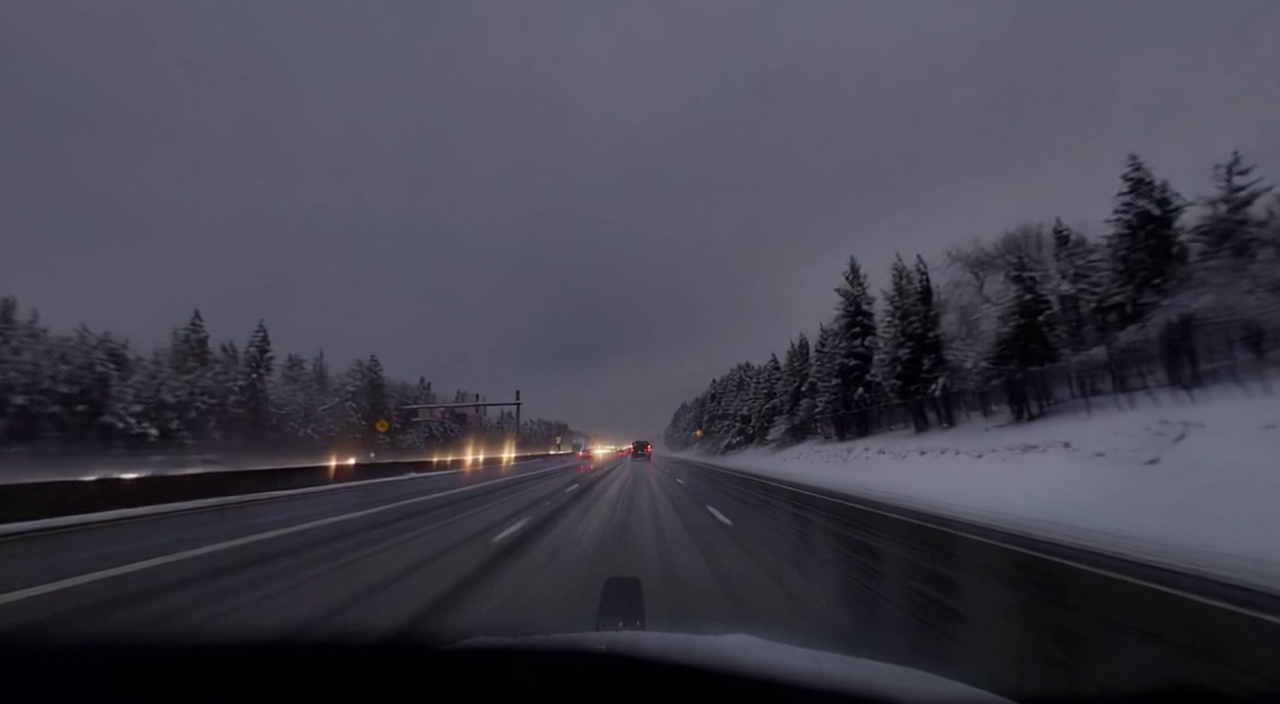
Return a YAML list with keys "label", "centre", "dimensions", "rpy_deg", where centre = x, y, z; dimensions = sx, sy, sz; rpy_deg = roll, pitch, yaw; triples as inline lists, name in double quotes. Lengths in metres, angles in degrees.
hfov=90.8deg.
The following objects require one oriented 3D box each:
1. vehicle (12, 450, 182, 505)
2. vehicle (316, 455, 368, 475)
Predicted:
- label: "vehicle"
  centre: [-15.344, 3.522, 18.112]
  dimensions: [1.720, 1.396, 3.502]
  rpy_deg: [0, -9, 0]
- label: "vehicle"
  centre: [-22.802, 8.656, 48.469]
  dimensions: [1.789, 1.452, 4.408]
  rpy_deg: [0, -9, 0]
